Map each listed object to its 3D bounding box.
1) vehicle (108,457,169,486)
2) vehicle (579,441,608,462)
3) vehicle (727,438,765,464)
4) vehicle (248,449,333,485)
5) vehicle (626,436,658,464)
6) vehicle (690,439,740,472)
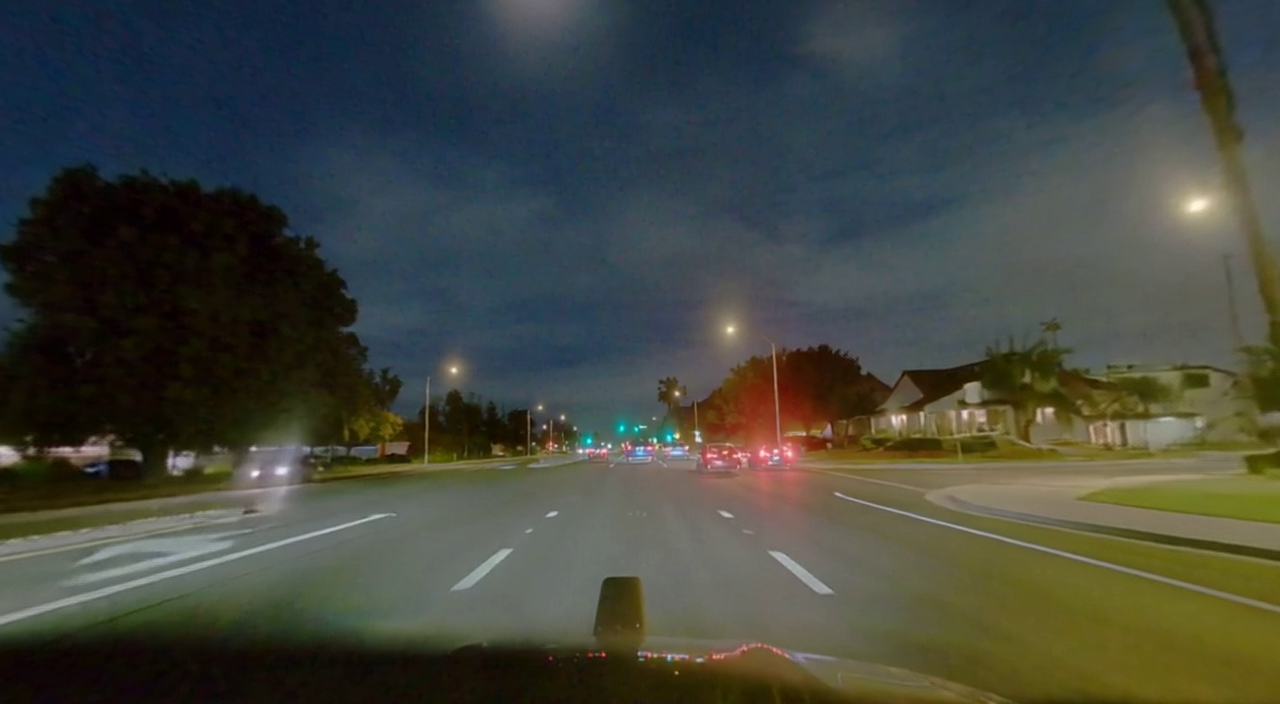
[{"bbox_3d":[-29.127,6.864,36.607,4.771,1.479,1.888,-8,-11,42],"label":"vehicle"},{"bbox_3d":[-3.602,7.785,49.764,2.000,1.569,3.794,0,-8,0],"label":"vehicle"},{"bbox_3d":[7.670,7.211,46.154,1.933,1.759,3.900,0,-8,-2],"label":"vehicle"},{"bbox_3d":[-17.894,5.881,32.585,1.929,1.691,4.267,0,-8,0],"label":"vehicle"},{"bbox_3d":[0.141,6.635,42.877,2.043,1.734,4.253,0,-8,0],"label":"vehicle"},{"bbox_3d":[3.535,4.942,30.457,1.830,1.451,4.009,0,-8,-1],"label":"vehicle"}]
